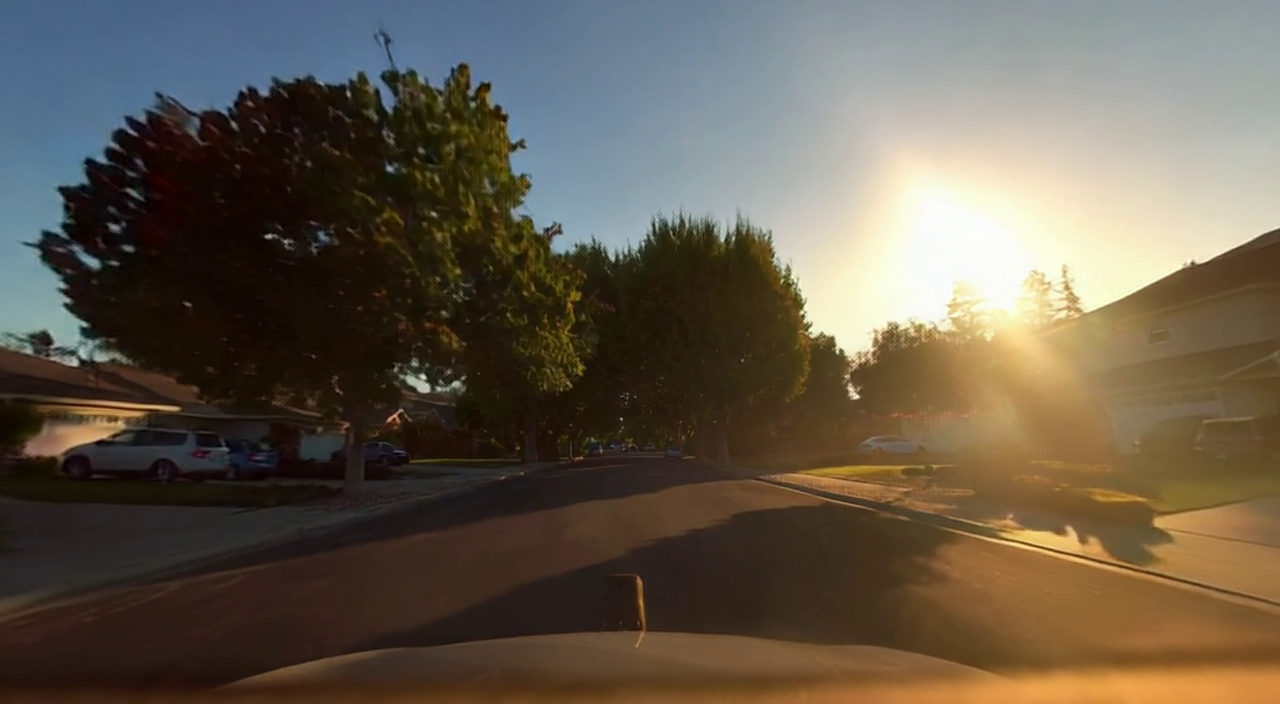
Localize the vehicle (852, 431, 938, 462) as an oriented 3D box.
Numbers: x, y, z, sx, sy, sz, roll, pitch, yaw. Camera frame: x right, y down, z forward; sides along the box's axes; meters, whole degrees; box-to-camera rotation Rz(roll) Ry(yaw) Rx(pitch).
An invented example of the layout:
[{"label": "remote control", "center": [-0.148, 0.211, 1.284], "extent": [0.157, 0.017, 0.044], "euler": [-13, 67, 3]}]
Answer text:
[{"label": "vehicle", "center": [15.334, 5.667, 37.868], "extent": [4.468, 1.728, 2.135], "euler": [3, -8, -20]}]

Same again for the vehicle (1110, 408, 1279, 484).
[{"label": "vehicle", "center": [16.021, 2.762, 18.504], "extent": [2.288, 1.880, 4.939], "euler": [-4, -9, 23]}]

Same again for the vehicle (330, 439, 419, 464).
[{"label": "vehicle", "center": [-15.724, 5.913, 37.443], "extent": [4.351, 1.474, 2.015], "euler": [0, -9, -2]}]

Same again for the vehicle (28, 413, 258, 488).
[{"label": "vehicle", "center": [-15.538, 3.091, 19.975], "extent": [2.575, 2.031, 5.155], "euler": [-7, -11, 39]}]
